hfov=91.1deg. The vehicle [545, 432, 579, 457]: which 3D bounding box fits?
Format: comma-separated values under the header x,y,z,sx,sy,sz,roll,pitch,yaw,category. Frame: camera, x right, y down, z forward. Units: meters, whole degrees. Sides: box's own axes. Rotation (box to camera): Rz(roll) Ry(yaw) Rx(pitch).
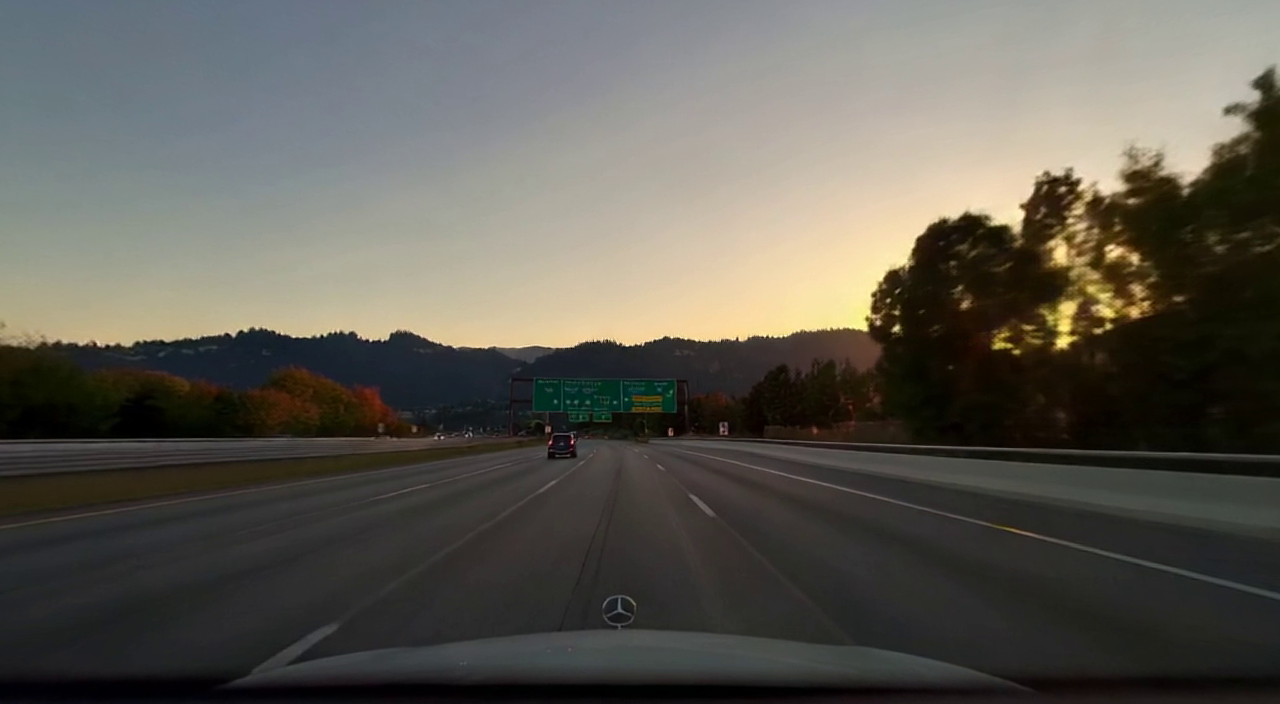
x,y,z,sx,sy,sz,roll,pitch,yaw,category
-5.143,6.147,41.845,1.878,1.548,3.966,0,-8,-1,vehicle
